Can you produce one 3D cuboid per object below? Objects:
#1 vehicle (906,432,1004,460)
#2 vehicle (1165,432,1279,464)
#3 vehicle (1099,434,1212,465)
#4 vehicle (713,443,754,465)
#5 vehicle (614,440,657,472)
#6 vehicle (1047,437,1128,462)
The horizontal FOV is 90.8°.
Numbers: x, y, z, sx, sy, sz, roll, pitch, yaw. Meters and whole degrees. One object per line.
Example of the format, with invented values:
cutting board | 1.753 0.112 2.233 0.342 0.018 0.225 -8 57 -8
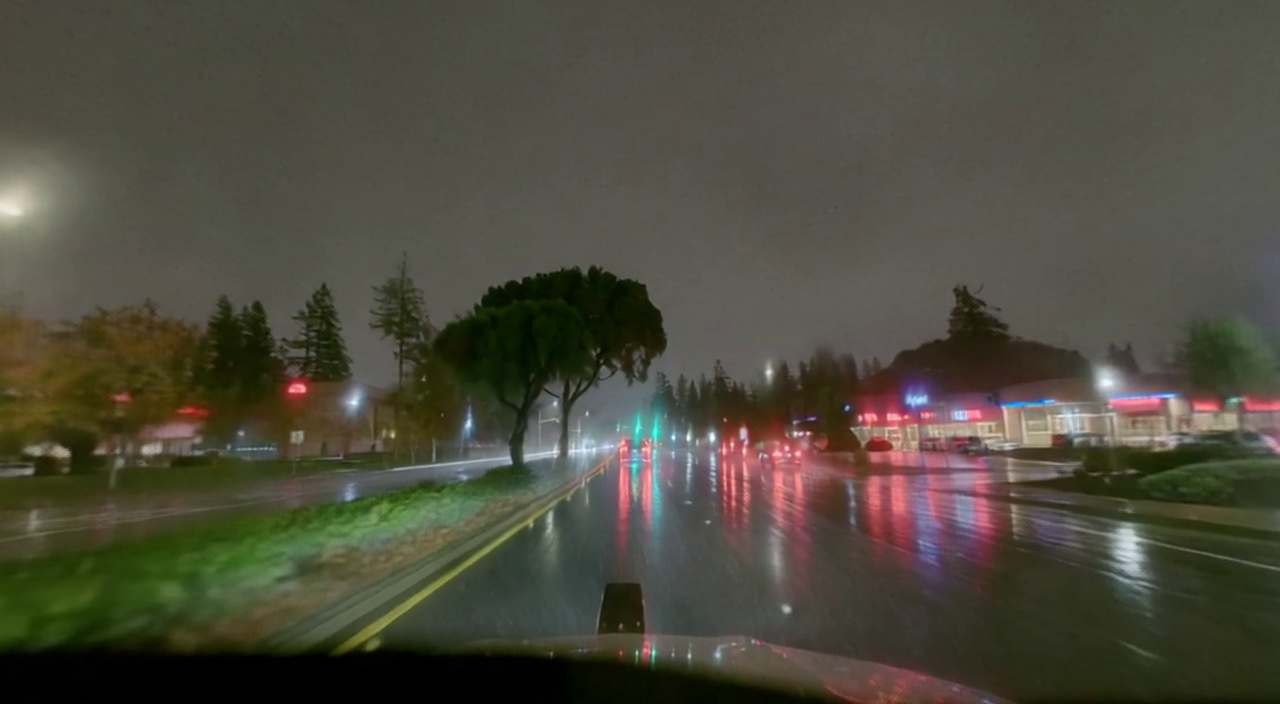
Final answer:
vehicle | 23.212 6.984 46.785 5.909 1.970 2.365 0 -8 1
vehicle | 29.529 4.900 32.146 1.805 1.481 4.351 -1 -9 -1
vehicle | 26.754 5.088 33.056 1.840 1.446 4.820 -1 -8 0
vehicle | 6.745 7.437 46.163 2.075 1.475 4.571 0 -8 -3
vehicle | -0.304 5.352 32.746 2.072 1.545 4.578 0 -8 -2
vehicle | 26.894 5.869 38.147 1.761 1.409 4.353 0 -9 1
